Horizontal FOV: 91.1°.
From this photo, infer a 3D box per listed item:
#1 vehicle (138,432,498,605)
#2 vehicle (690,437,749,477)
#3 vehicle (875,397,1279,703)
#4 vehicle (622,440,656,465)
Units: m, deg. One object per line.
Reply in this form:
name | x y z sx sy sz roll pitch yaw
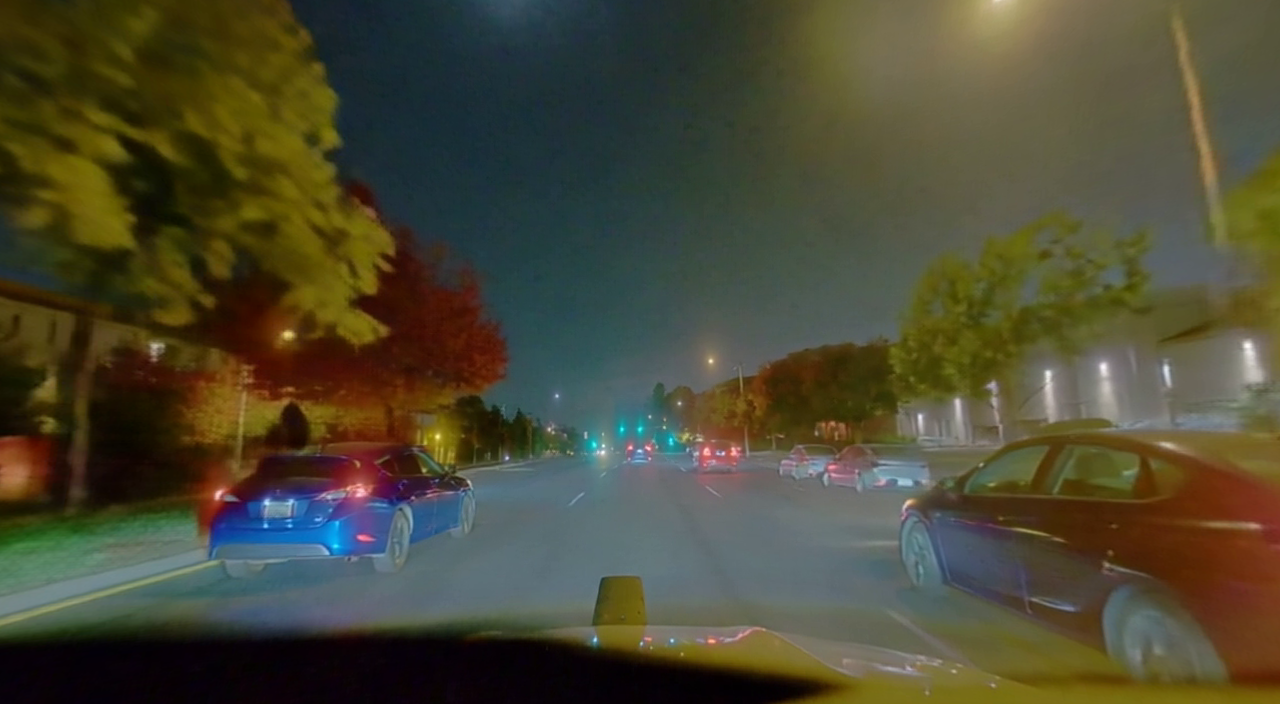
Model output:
vehicle | -3.316 1.779 7.769 1.997 1.479 4.547 0 -8 1
vehicle | 3.548 4.768 28.849 2.019 1.675 4.488 0 -8 -1
vehicle | 3.237 1.113 3.603 2.060 1.474 4.475 0 -8 0
vehicle | -0.069 7.070 44.461 2.293 1.662 4.262 0 -8 1
